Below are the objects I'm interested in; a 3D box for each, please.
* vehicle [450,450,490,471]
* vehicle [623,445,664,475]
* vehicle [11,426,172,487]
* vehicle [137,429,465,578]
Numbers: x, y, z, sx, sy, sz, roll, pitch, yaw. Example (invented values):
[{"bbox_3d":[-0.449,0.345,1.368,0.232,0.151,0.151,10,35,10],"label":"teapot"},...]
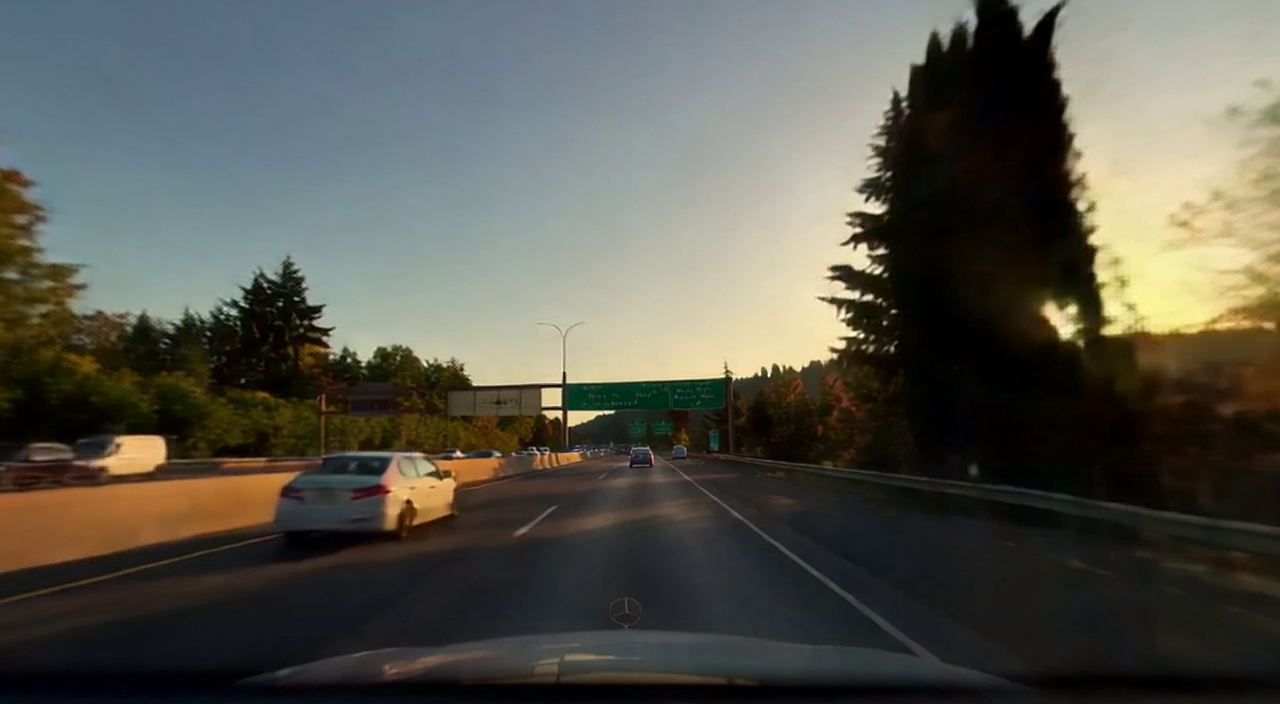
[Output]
[{"bbox_3d":[-12.374,7.888,46.127,1.787,1.447,3.776,-1,-9,1],"label":"vehicle"},{"bbox_3d":[0.174,5.504,32.257,1.960,1.456,3.818,0,-9,0],"label":"vehicle"},{"bbox_3d":[-27.100,5.206,31.584,2.515,2.725,6.031,0,-9,0],"label":"vehicle"},{"bbox_3d":[-4.200,1.952,8.937,2.081,1.534,4.543,0,-9,1],"label":"vehicle"}]
